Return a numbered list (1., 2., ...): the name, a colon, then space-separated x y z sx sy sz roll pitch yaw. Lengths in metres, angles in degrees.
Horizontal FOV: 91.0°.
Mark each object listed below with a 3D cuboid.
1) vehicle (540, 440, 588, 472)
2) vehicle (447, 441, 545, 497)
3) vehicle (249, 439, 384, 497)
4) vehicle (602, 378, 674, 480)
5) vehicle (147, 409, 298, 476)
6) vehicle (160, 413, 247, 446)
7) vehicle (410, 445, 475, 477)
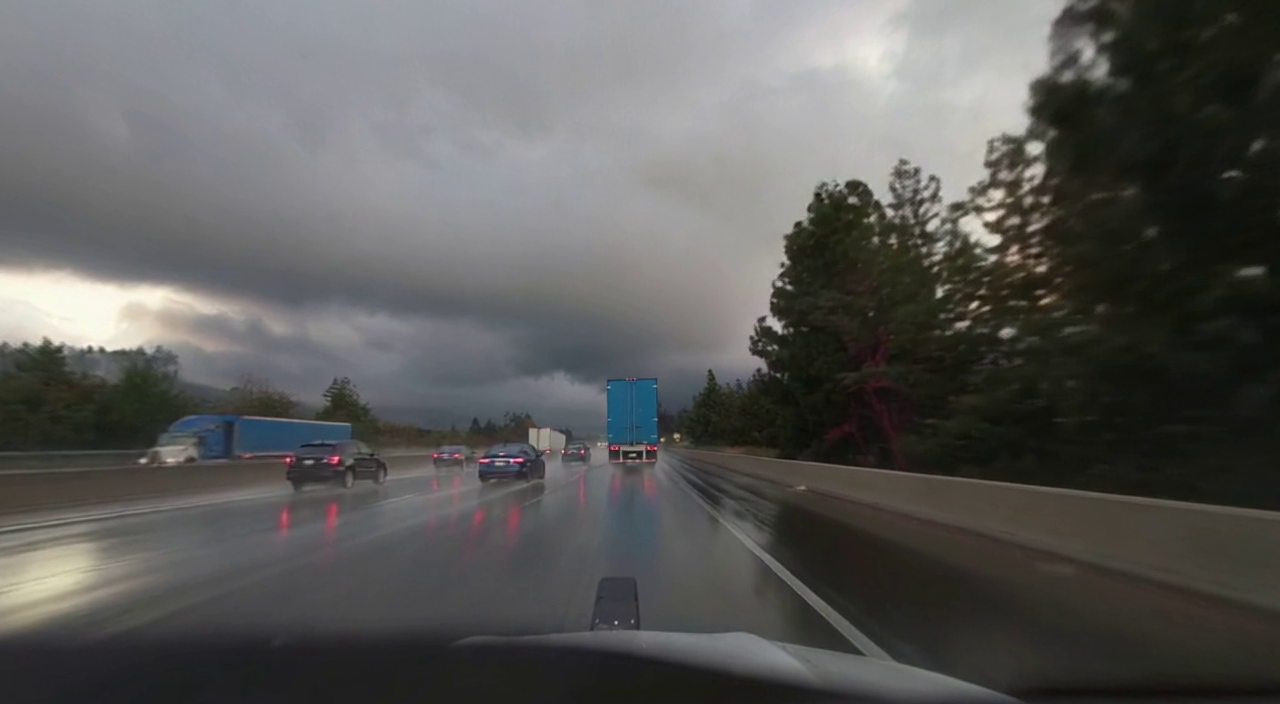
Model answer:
1. vehicle: -4.171 5.768 35.152 2.158 1.680 4.087 0 -8 1
2. vehicle: -4.458 3.659 20.183 2.164 1.582 3.979 0 -8 0
3. vehicle: -9.864 3.533 19.613 1.952 1.590 4.090 -1 -8 1
4. vehicle: -0.338 3.887 31.001 2.913 4.113 10.724 0 -8 -3
5. vehicle: -25.592 5.676 39.508 2.852 3.598 9.886 0 -8 -1
6. vehicle: -25.544 4.510 37.027 1.864 1.509 4.454 -10 -6 -1
7. vehicle: -9.898 5.461 31.887 1.863 1.474 4.278 0 -8 0
